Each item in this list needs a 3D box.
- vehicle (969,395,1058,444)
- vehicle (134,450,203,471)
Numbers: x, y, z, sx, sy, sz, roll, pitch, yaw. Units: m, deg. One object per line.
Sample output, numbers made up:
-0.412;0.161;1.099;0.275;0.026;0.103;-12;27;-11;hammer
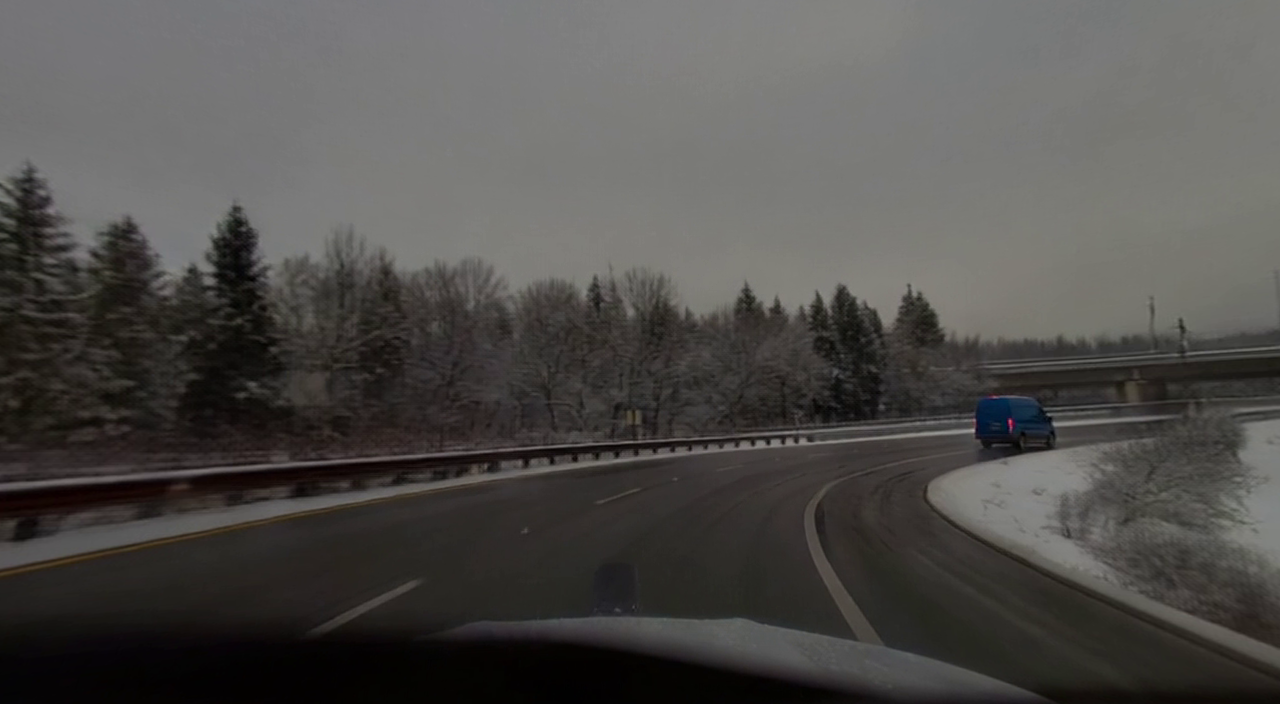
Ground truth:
21.394;3.911;36.007;5.330;2.577;2.352;6;-9;-36;vehicle
-35.570;8.163;47.625;3.756;1.464;1.852;3;-8;-20;vehicle
